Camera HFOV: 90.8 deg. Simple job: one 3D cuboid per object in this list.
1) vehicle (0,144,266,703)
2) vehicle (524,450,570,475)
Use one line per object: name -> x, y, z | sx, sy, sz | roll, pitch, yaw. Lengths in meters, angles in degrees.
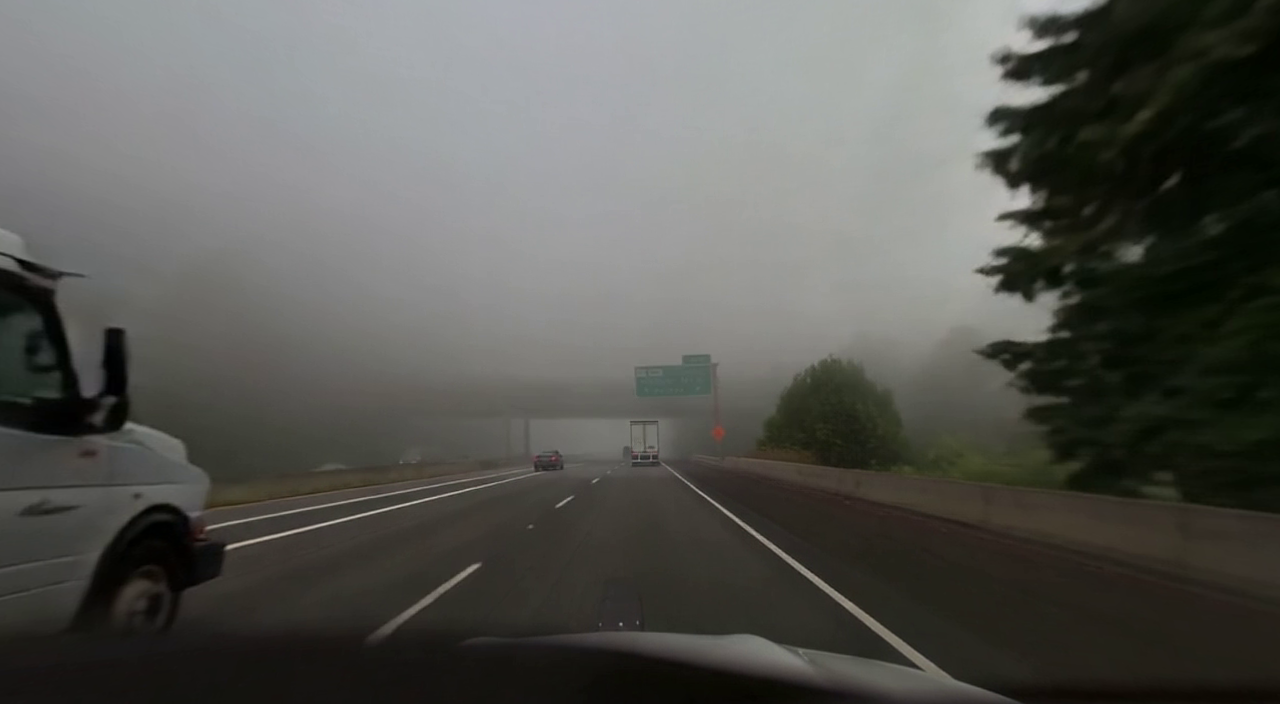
vehicle -> -3.969, 0.294, 1.458 | 2.504, 2.694, 5.934 | 0, -9, 0
vehicle -> -5.746, 6.825, 39.348 | 1.953, 1.452, 4.711 | -1, -9, 3
